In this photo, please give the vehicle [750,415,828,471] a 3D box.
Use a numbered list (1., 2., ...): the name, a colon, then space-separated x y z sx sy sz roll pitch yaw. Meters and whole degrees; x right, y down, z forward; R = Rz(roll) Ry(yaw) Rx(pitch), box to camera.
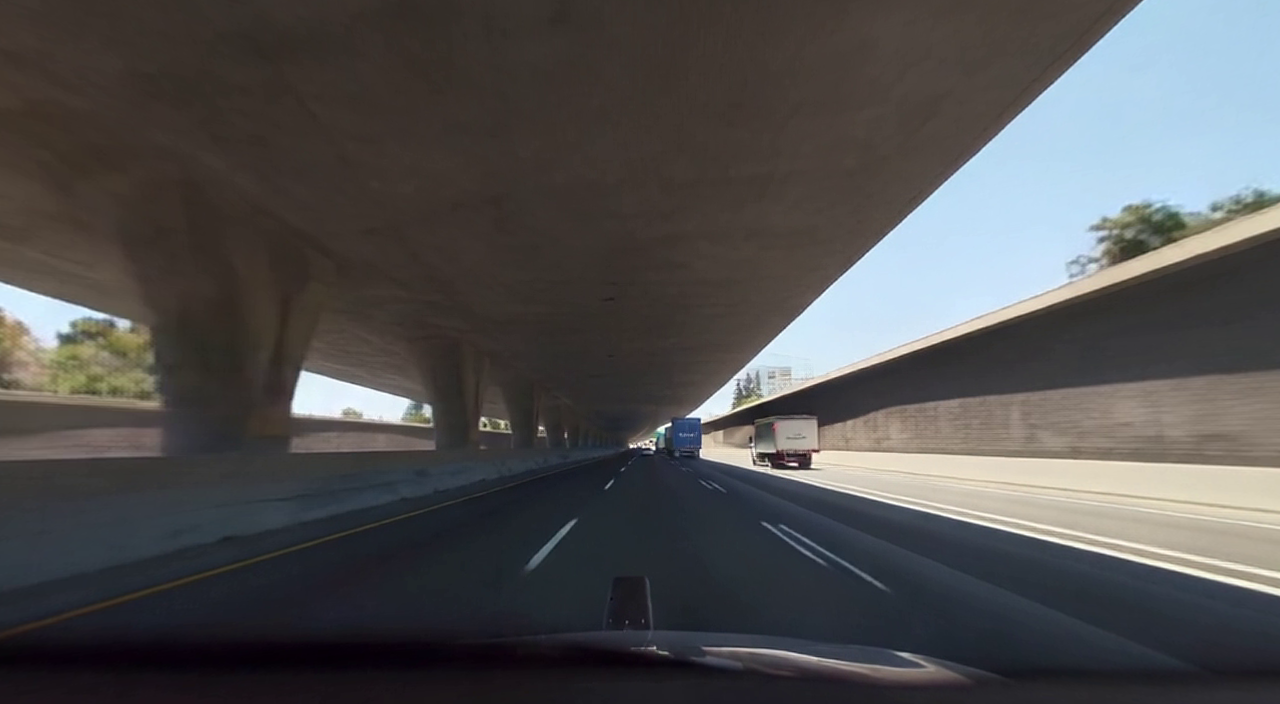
1. vehicle: 7.963 4.994 34.538 2.474 2.730 7.349 0 -8 0
